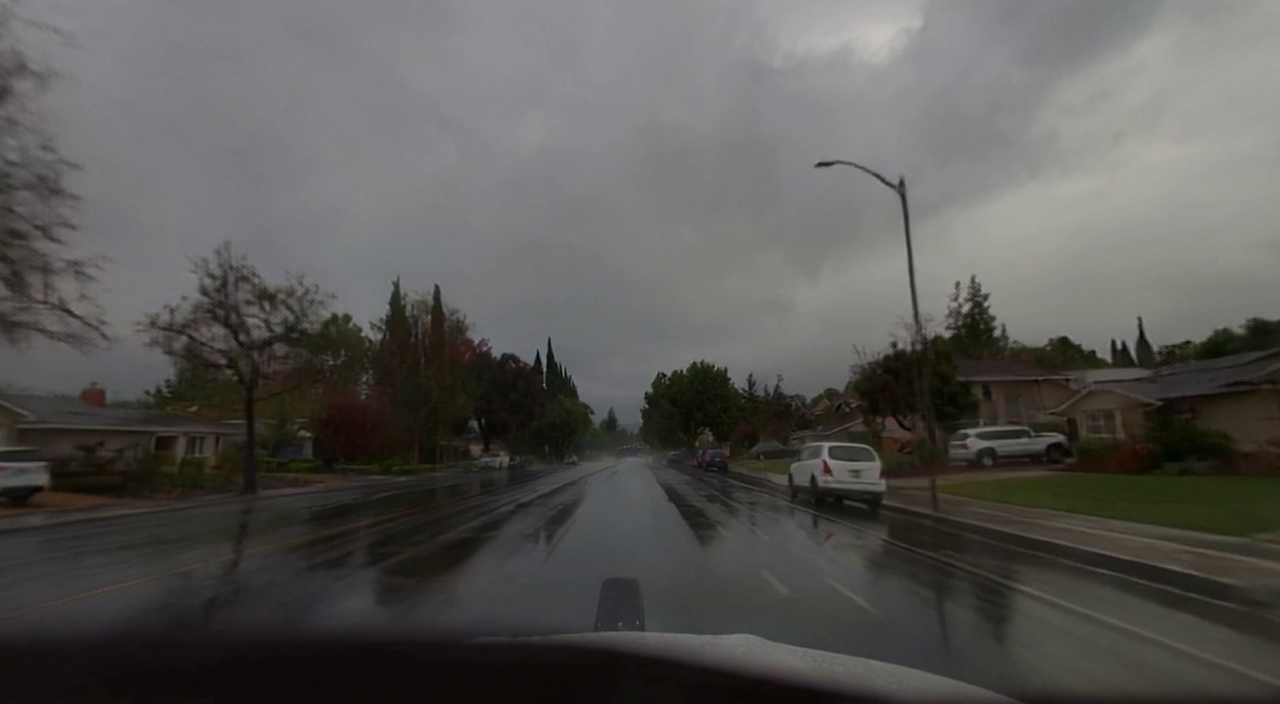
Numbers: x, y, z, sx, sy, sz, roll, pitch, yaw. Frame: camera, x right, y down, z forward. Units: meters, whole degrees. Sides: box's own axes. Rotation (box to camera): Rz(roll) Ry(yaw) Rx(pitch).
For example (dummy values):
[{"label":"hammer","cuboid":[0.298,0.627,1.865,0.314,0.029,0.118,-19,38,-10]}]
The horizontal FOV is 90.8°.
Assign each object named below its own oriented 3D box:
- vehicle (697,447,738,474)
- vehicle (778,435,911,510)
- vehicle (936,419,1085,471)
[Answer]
[{"label":"vehicle","cuboid":[4.789,6.758,39.689,1.900,1.608,5.037,0,-8,-1]},{"label":"vehicle","cuboid":[5.148,3.073,16.632,2.001,1.693,4.311,0,-8,0]},{"label":"vehicle","cuboid":[15.878,4.028,27.318,4.921,2.117,2.249,-1,-8,3]}]
